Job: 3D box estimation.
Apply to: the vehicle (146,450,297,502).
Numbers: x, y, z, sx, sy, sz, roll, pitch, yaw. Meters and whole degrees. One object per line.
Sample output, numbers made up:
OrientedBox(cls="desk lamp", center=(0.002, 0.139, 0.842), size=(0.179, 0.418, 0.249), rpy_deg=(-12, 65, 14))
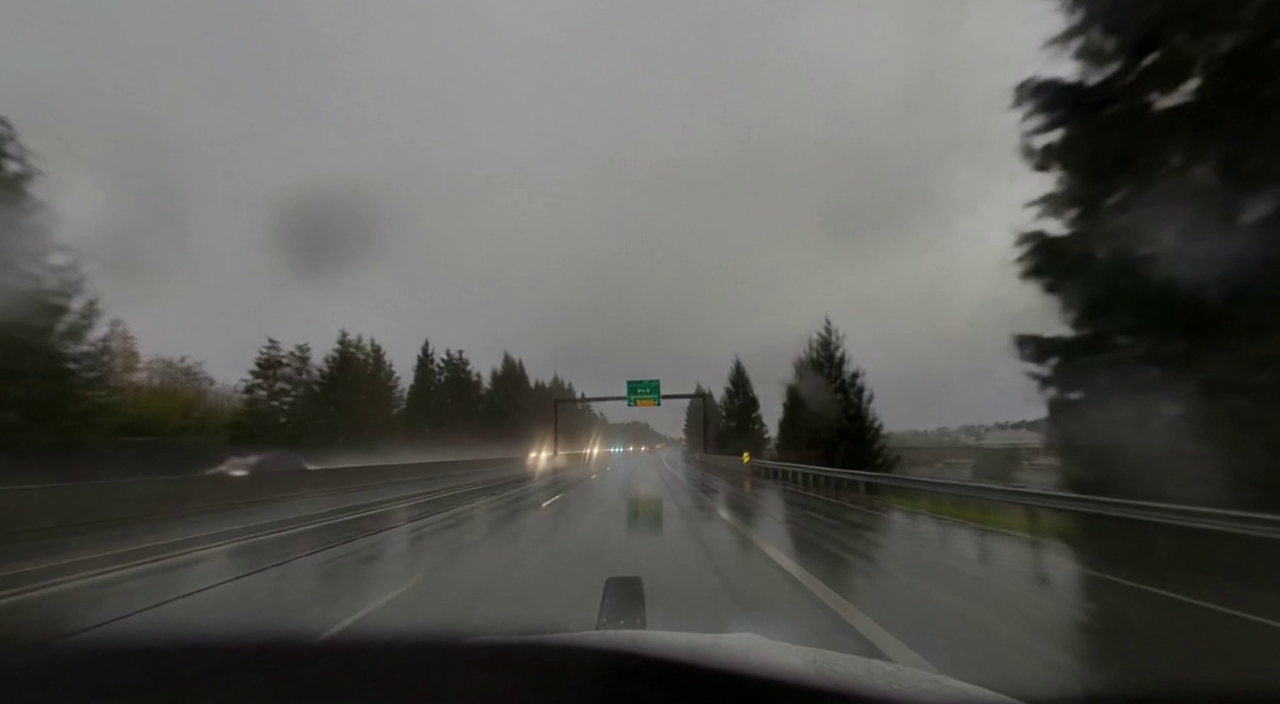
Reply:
OrientedBox(cls="vehicle", center=(-13.345, 3.936, 20.517), size=(1.866, 1.474, 4.402), rpy_deg=(0, -9, 1))
